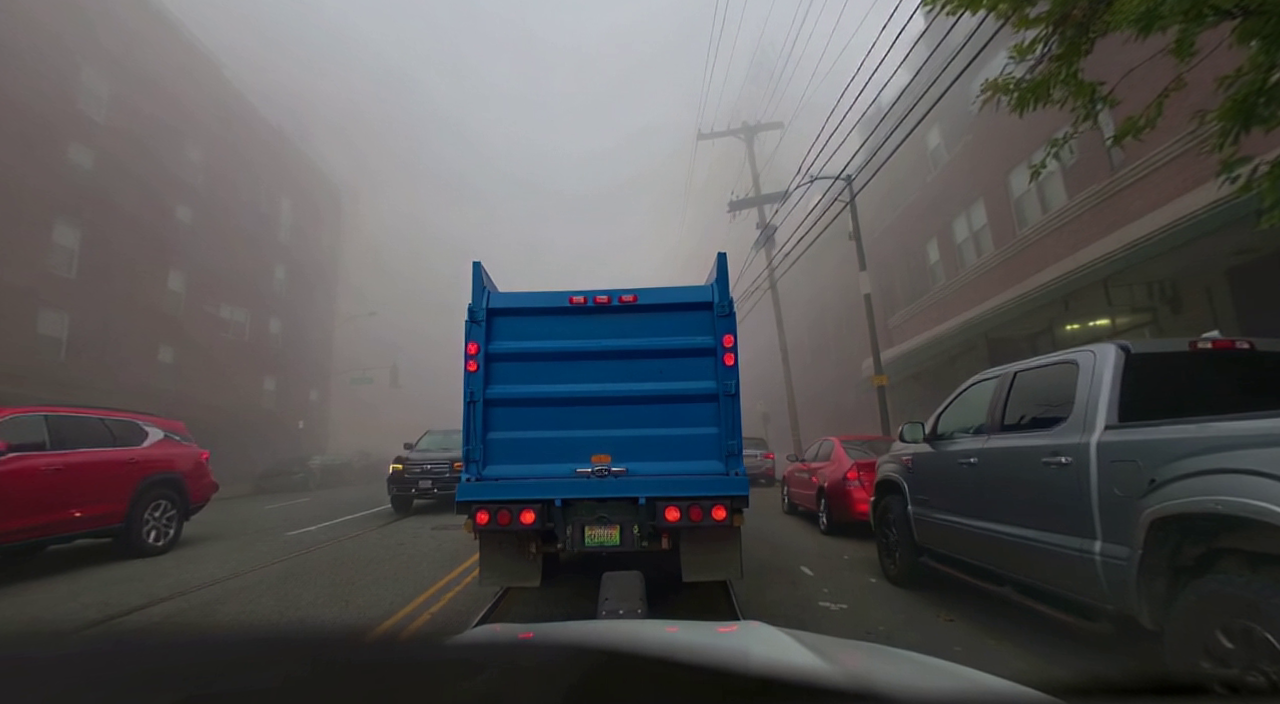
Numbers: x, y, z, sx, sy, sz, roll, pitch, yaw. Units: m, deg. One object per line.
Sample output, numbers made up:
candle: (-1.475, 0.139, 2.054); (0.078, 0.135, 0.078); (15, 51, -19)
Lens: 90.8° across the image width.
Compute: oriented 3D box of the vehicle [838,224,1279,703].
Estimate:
vehicle: (3.238, 0.847, 3.858); (2.242, 1.979, 5.722); (0, -8, 1)

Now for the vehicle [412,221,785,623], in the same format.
vehicle: (-0.221, 1.101, 9.177); (2.878, 3.204, 8.244); (0, -8, 2)

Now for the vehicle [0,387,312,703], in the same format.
vehicle: (-4.116, 1.095, 3.662); (1.988, 1.657, 4.492); (0, -8, 0)
